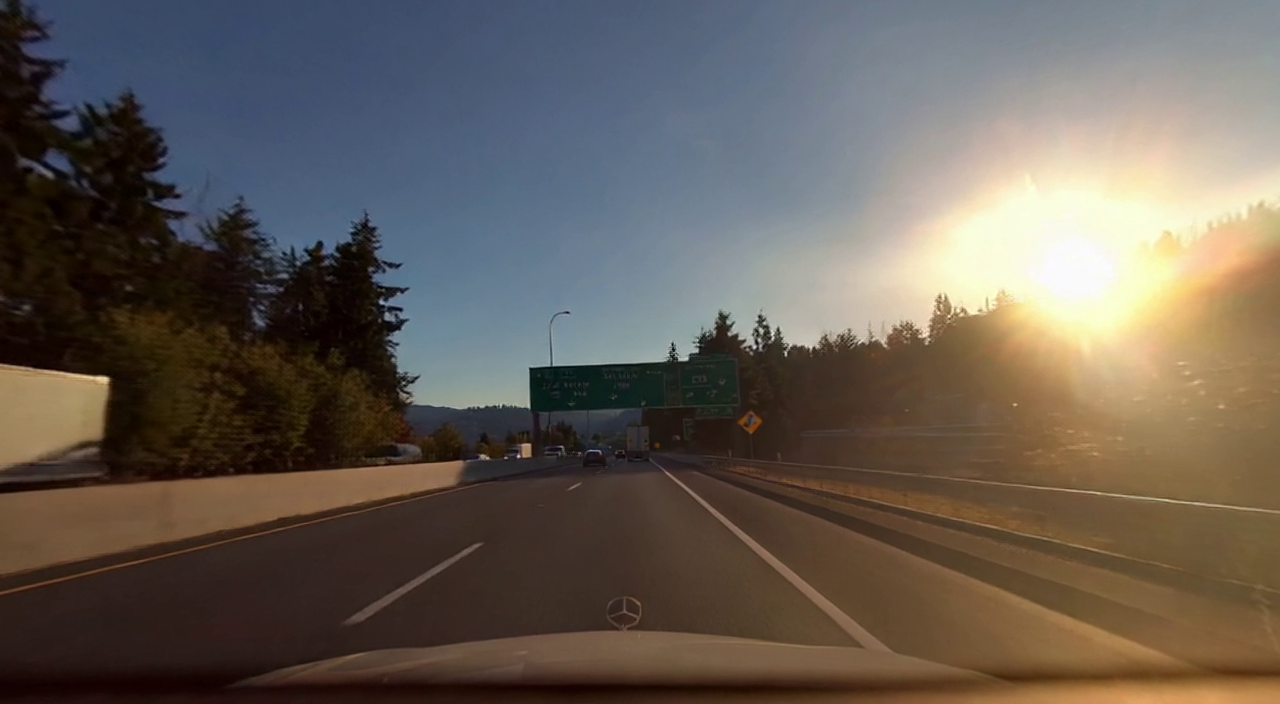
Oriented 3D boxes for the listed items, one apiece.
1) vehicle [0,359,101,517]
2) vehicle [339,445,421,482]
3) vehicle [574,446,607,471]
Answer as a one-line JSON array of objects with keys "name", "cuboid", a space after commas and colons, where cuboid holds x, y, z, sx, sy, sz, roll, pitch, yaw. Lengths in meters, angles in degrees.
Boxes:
[{"name": "vehicle", "cuboid": [-17.345, 1.467, 11.461, 2.995, 3.876, 13.745, 0, -9, 0]}, {"name": "vehicle", "cuboid": [-13.084, 5.630, 32.155, 2.129, 1.728, 4.816, 0, -9, 0]}, {"name": "vehicle", "cuboid": [-3.523, 7.730, 45.840, 2.081, 1.682, 4.425, 0, -9, 0]}]
